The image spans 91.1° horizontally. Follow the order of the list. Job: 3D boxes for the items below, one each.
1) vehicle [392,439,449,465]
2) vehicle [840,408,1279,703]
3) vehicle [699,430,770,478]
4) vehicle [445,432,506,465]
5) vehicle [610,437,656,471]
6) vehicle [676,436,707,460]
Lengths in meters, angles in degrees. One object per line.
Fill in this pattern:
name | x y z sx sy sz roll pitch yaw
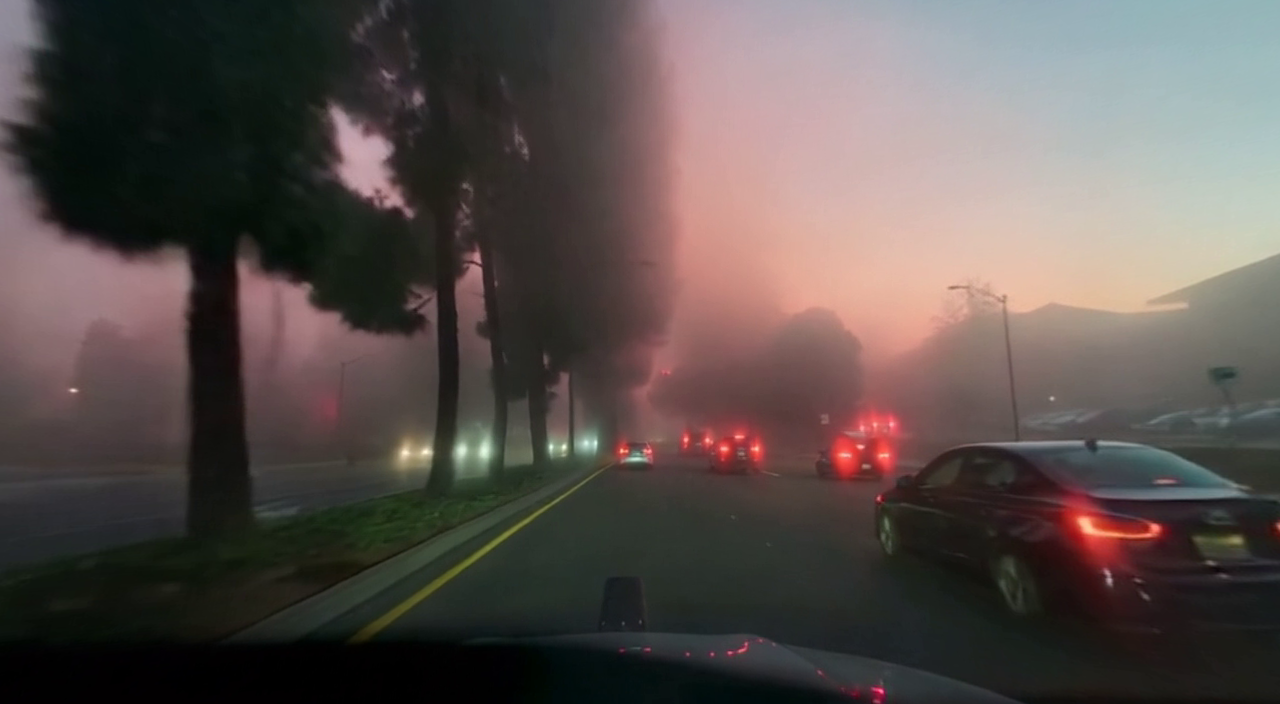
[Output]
vehicle | -15.218 6.961 43.862 2.054 1.669 5.220 0 -9 0
vehicle | 3.413 1.351 5.220 2.010 1.490 4.639 0 -9 1
vehicle | 3.674 4.064 25.201 2.130 1.718 4.310 0 -9 0
vehicle | -8.169 4.851 31.596 1.939 1.574 3.820 0 -9 1
vehicle | -0.307 4.954 30.625 2.111 1.506 4.018 0 -9 0
vehicle | 3.893 7.357 48.019 1.982 1.709 4.427 0 -9 -1
